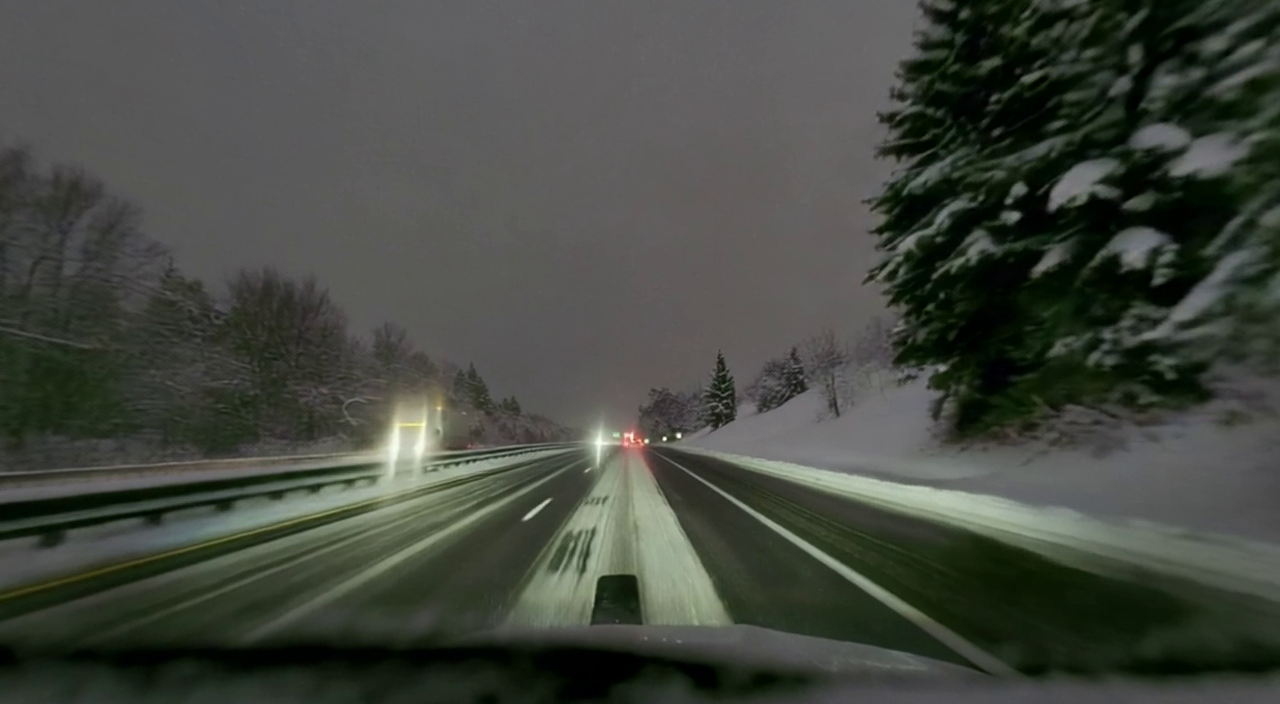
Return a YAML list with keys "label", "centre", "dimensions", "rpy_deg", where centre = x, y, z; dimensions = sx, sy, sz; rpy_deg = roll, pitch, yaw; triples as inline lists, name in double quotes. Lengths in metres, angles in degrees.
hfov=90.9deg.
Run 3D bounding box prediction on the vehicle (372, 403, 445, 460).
- label: "vehicle"
  centre: [-17.008, 5.910, 46.871]
  dimensions: [3.172, 3.915, 5.914]
  rpy_deg: [0, -8, -1]
